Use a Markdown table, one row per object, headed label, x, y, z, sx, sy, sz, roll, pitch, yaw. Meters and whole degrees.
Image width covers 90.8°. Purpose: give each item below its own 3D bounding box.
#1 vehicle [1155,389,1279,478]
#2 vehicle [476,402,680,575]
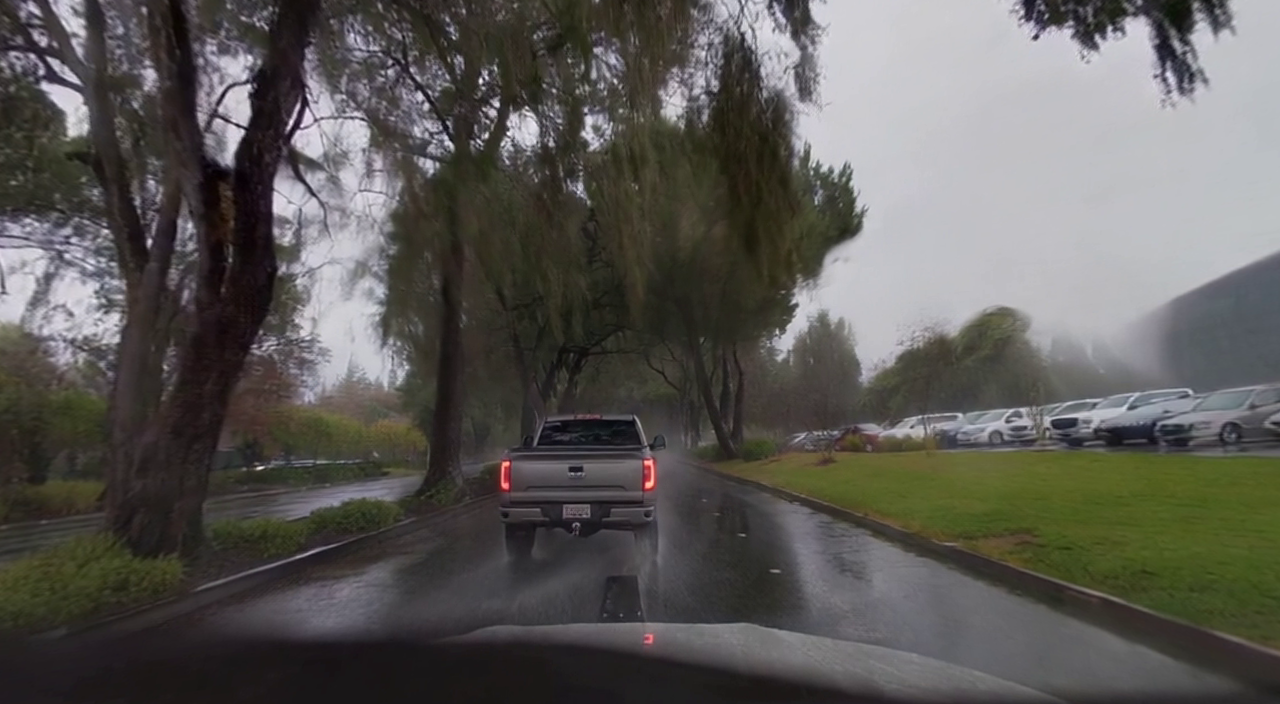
| label | x | y | z | sx | sy | sz | roll | pitch | yaw |
| --- | --- | --- | --- | --- | --- | --- | --- | --- | --- |
| vehicle | 11.890 | 1.383 | 10.844 | 4.298 | 1.392 | 1.944 | -1 | -8 | 2 |
| vehicle | -0.607 | 1.827 | 9.278 | 2.157 | 1.816 | 5.039 | 0 | -9 | 1 |
